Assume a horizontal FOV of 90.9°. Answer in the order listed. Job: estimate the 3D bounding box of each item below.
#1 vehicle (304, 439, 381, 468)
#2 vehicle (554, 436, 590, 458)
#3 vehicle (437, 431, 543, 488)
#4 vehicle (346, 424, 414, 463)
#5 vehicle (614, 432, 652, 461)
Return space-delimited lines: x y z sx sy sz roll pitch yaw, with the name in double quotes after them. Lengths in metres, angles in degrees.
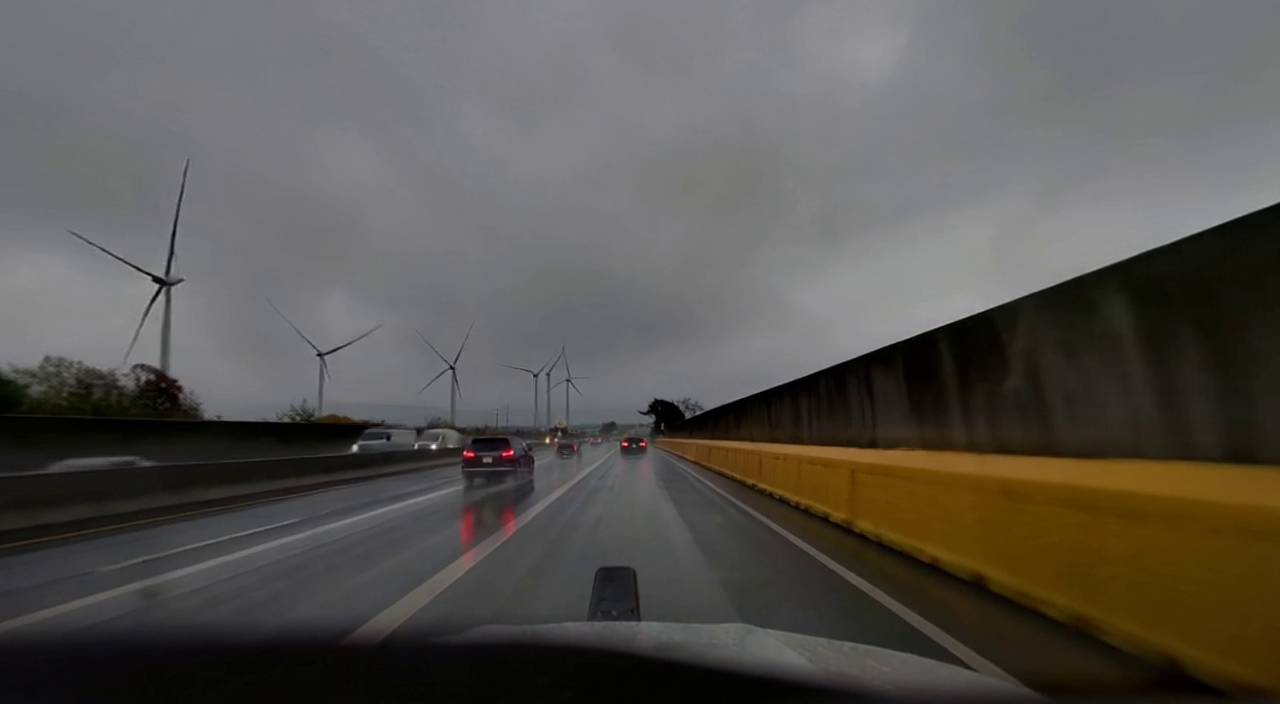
-18.081 6.151 38.627 2.374 1.628 4.917 0 -8 -1 "vehicle"
-4.587 6.450 43.082 2.059 1.436 3.802 0 -8 -1 "vehicle"
-4.261 3.105 18.725 1.998 1.468 4.635 0 -8 0 "vehicle"
-18.293 6.460 44.676 2.522 2.584 5.381 0 -8 0 "vehicle"
-0.421 5.411 36.145 2.027 1.550 3.607 0 -8 -1 "vehicle"
